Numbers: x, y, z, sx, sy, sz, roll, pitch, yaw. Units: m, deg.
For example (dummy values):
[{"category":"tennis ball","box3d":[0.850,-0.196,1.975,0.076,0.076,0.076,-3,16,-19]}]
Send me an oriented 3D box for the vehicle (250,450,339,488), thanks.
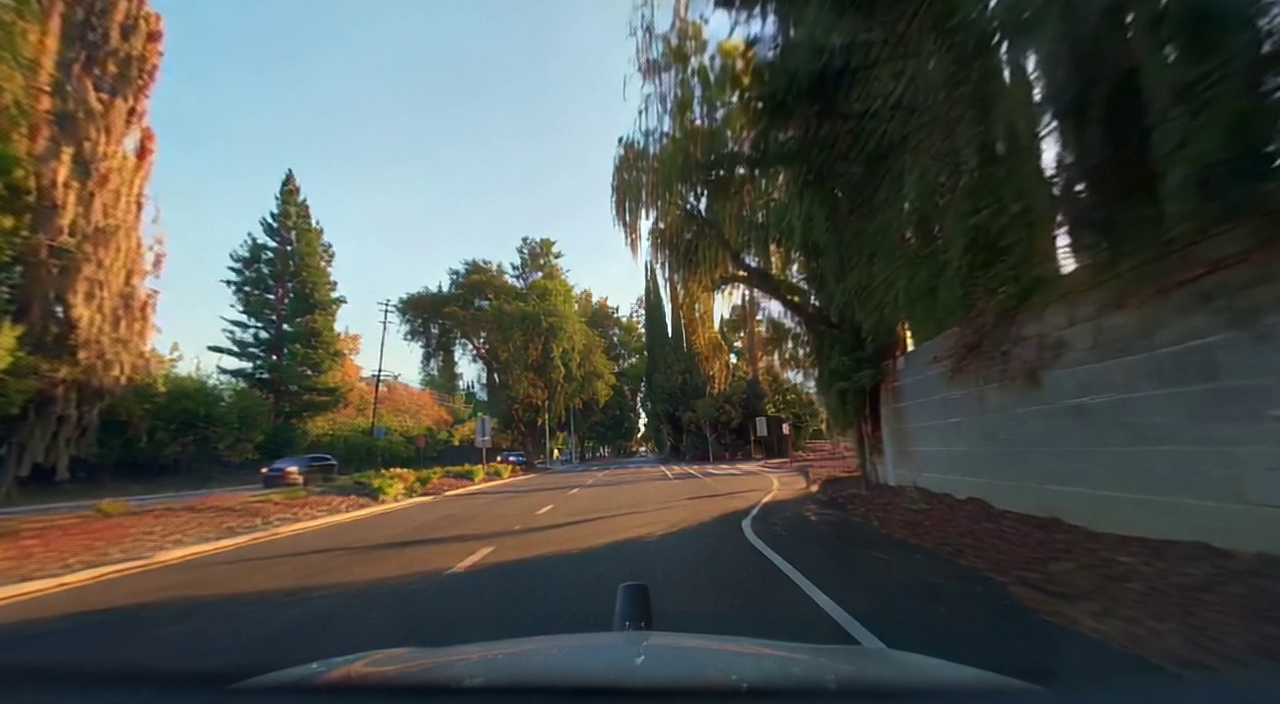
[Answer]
[{"category":"vehicle","box3d":[-18.027,6.080,33.179,1.975,1.815,4.629,0,-8,1]}]
